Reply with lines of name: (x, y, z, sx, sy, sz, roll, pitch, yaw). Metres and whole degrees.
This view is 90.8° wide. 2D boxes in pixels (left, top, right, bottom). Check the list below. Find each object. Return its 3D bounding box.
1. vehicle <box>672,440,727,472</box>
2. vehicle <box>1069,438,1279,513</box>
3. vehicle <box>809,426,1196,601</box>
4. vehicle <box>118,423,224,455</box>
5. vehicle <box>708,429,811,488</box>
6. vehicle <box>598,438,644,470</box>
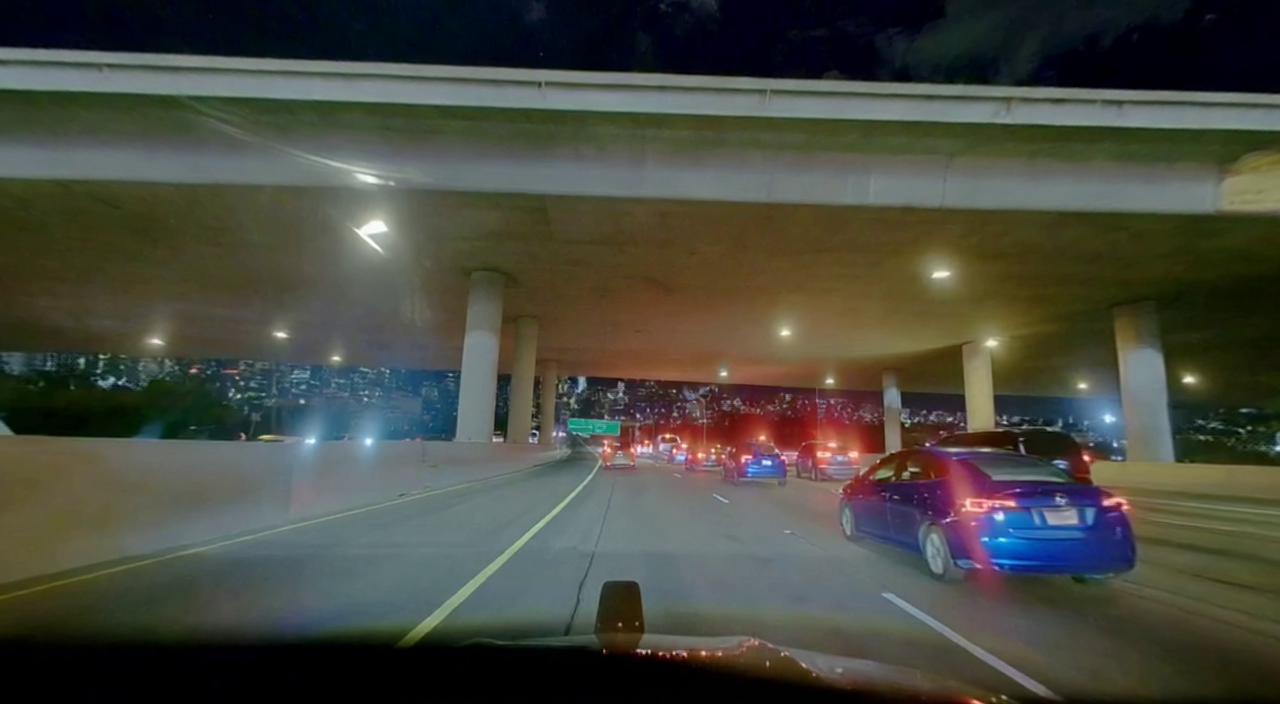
vehicle: (2.862, 5.148, 31.424, 2.074, 1.455, 4.646, 0, -8, -3)
vehicle: (13.023, 2.812, 15.027, 1.878, 1.459, 4.742, 1, -9, -7)
vehicle: (3.707, 1.716, 7.710, 1.944, 1.466, 4.540, 0, -8, -1)
vehicle: (-29.075, 5.480, 39.476, 2.322, 1.825, 5.698, 0, -8, -1)
vehicle: (3.838, 3.566, 21.448, 2.276, 1.739, 5.040, 0, -8, -3)
vehicle: (-0.993, 5.346, 33.211, 2.266, 1.549, 3.978, 0, -8, -2)
